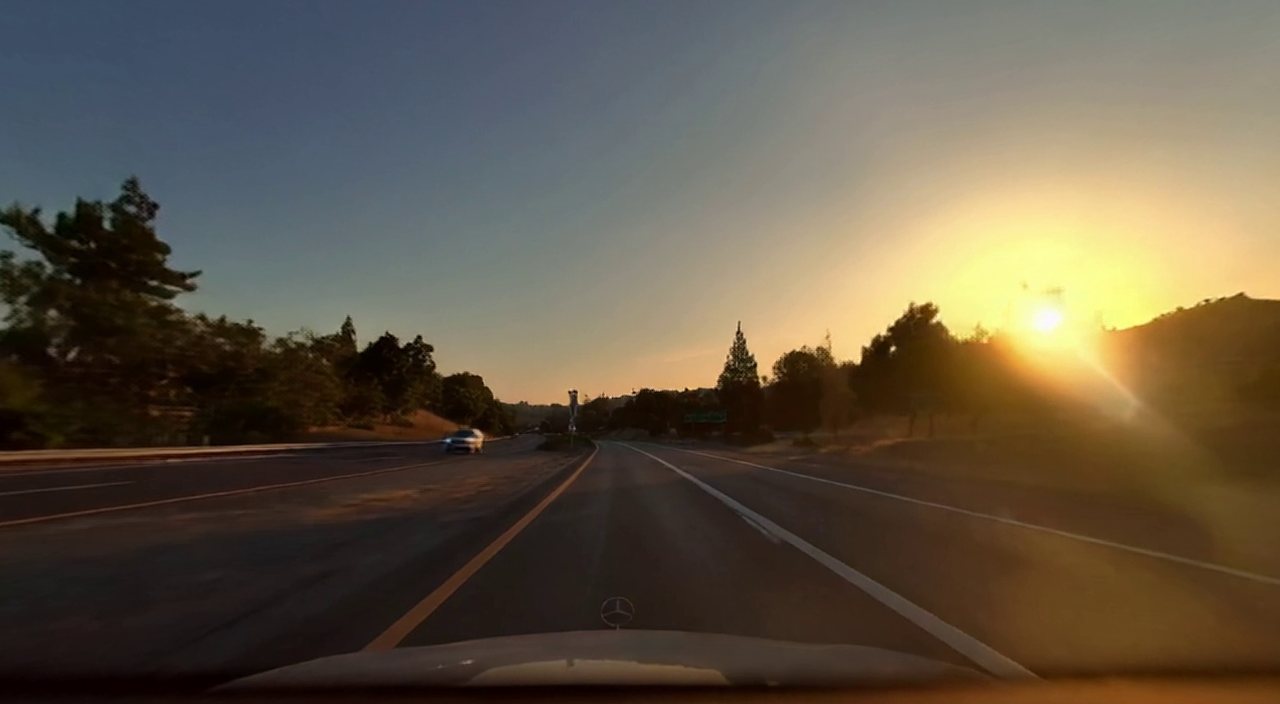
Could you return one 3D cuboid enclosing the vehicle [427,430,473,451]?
[{"bbox_3d":[-13.977,6.538,46.605,2.090,1.486,4.511,0,-8,-2],"label":"vehicle"}]
